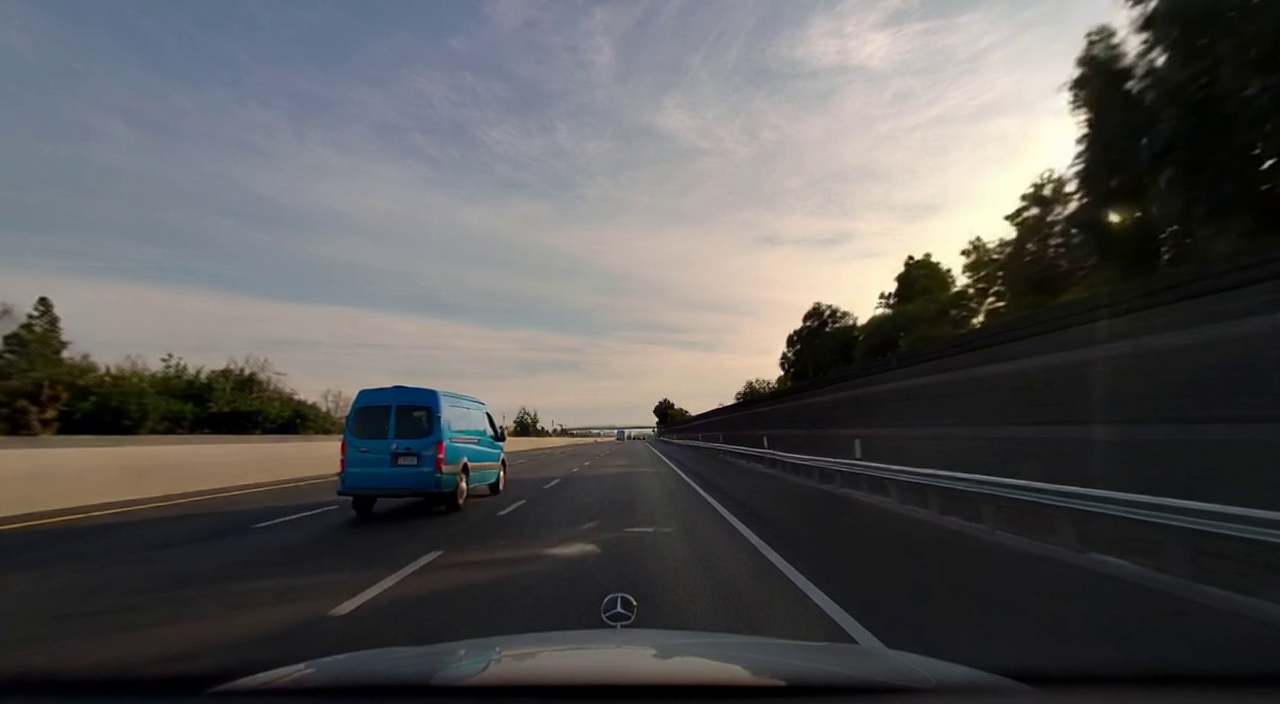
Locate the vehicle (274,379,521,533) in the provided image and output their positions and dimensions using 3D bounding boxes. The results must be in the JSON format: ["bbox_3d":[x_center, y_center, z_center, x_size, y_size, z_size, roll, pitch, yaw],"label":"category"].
[{"bbox_3d":[-3.712,1.714,10.915,2.309,2.053,4.884,0,-8,0],"label":"vehicle"}]
